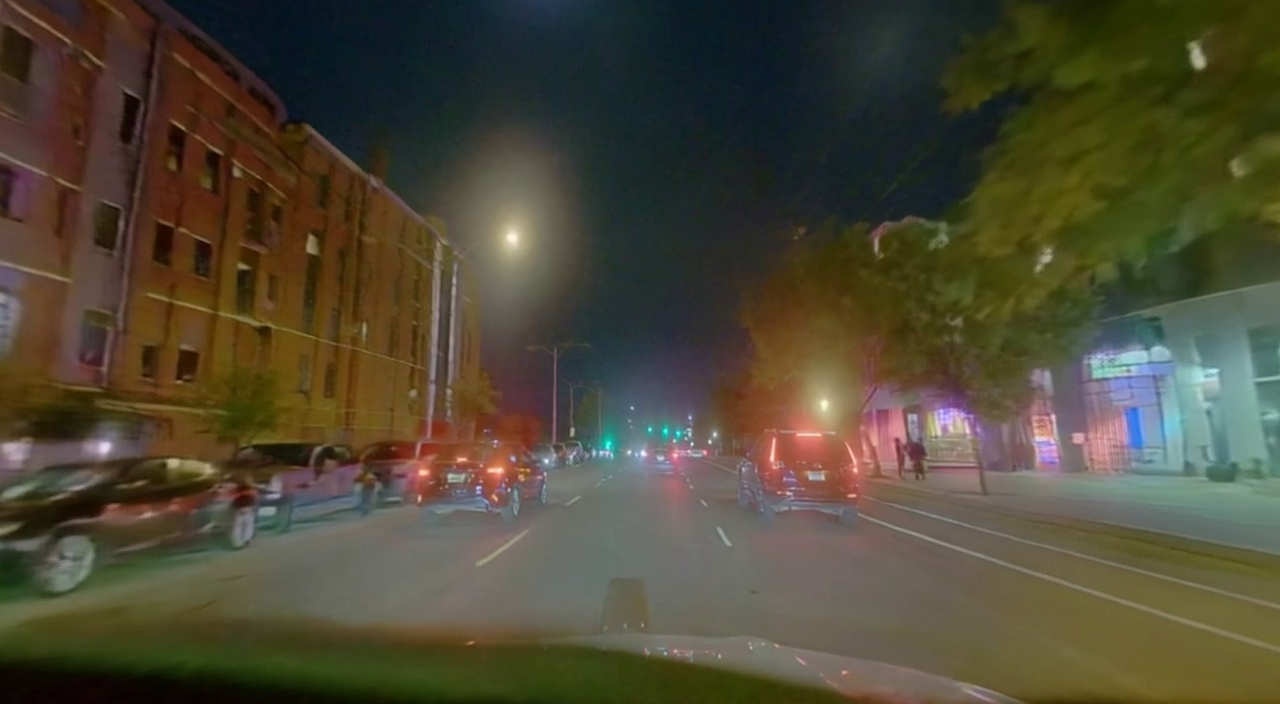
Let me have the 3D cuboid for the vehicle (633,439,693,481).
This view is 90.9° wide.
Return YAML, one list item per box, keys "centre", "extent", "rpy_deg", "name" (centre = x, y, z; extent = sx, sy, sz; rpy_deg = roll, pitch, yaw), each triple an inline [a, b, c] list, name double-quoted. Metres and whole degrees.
- centre: [0.882, 4.172, 24.718]
  extent: [2.139, 1.466, 4.373]
  rpy_deg: [-1, -8, 1]
  name: "vehicle"

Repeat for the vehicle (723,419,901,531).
- centre: [2.946, 2.224, 12.001]
  extent: [2.094, 1.709, 4.394]
  rpy_deg: [0, -8, -1]
  name: "vehicle"

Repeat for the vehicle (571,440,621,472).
- centre: [-2.184, 5.323, 32.536]
  extent: [2.019, 1.507, 4.643]
  rpy_deg: [-1, -8, 2]
  name: "vehicle"

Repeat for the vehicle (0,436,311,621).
- centre: [-6.049, 1.773, 7.389]
  extent: [1.863, 1.506, 4.265]
  rpy_deg: [-1, -8, 3]
  name: "vehicle"

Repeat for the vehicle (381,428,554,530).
- centre: [-3.058, 2.337, 12.202]
  extent: [2.085, 1.619, 3.976]
  rpy_deg: [-1, -8, 2]
  name: "vehicle"
